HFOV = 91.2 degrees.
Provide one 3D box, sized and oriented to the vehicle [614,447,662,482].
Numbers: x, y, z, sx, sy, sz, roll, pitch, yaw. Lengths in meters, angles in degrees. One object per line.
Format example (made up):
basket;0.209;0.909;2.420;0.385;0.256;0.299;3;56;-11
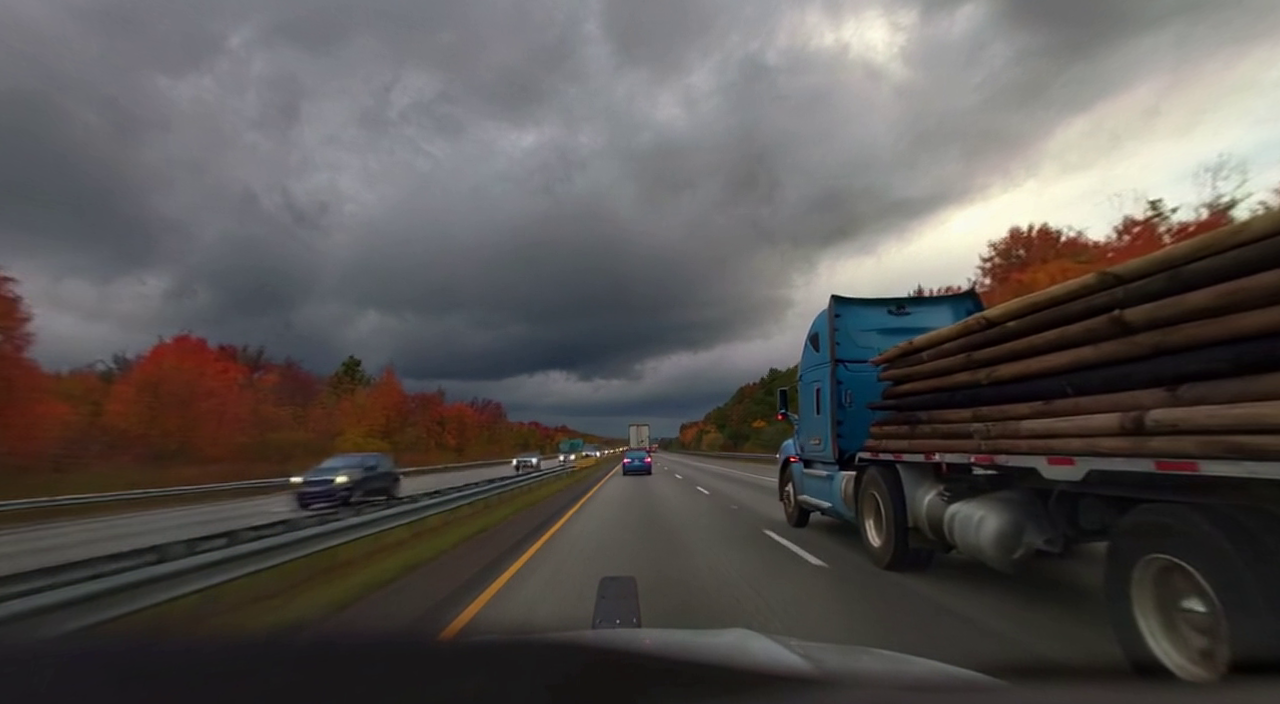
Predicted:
vehicle;-0.124;5.230;29.447;2.099;1.506;4.097;0;-9;-1

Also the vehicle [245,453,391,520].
vehicle;-8.810;3.666;17.601;1.916;1.572;4.056;-1;-9;0

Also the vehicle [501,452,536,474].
vehicle;-9.325;8.539;48.280;1.871;1.595;4.052;-1;-9;0

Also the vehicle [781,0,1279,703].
vehicle;4.225;0.265;6.187;2.996;3.942;10.600;0;-9;-1
